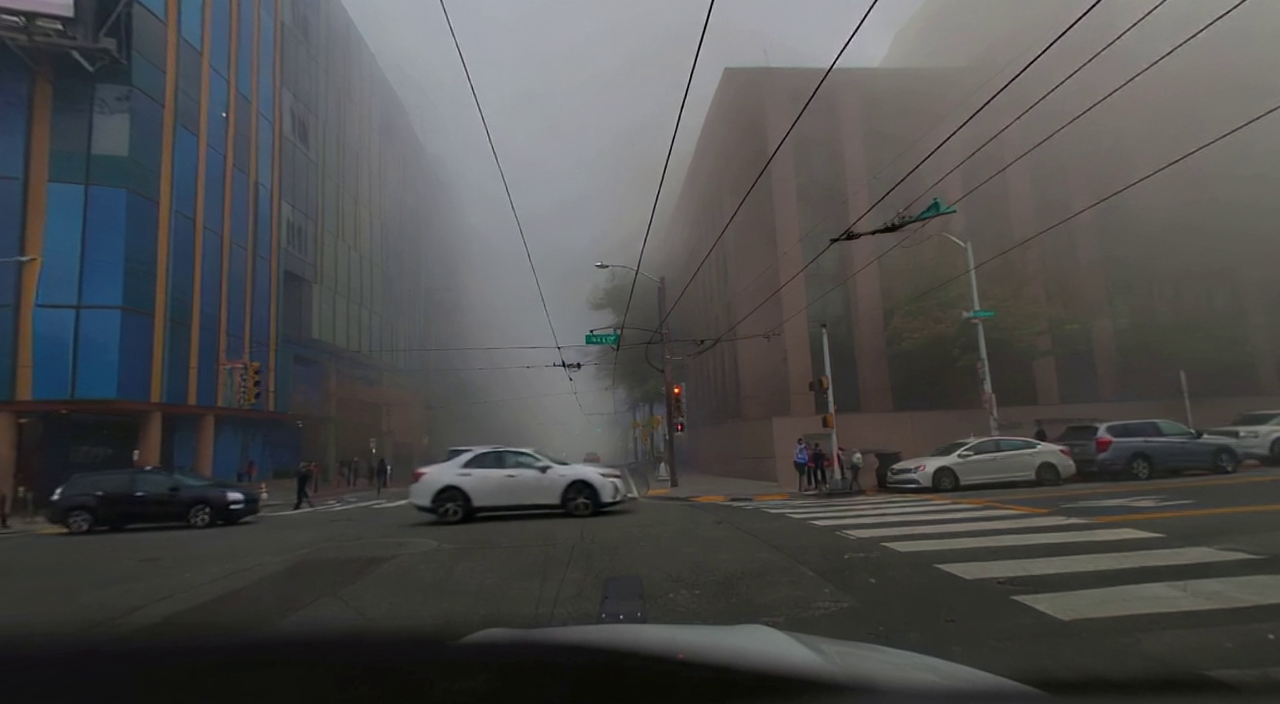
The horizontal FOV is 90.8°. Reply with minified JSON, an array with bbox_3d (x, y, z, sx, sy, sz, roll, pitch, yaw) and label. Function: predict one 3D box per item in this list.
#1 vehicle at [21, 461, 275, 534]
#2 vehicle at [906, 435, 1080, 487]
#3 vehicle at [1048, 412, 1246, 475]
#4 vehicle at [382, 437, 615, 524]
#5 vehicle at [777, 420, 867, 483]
[{"bbox_3d":[-12.183,3.609,15.951,4.637,1.624,1.927,0,-9,-4],"label":"vehicle"},{"bbox_3d":[11.388,3.518,20.546,4.697,1.510,1.596,0,-9,-4],"label":"vehicle"},{"bbox_3d":[16.753,3.044,21.064,4.944,1.946,1.952,0,-8,-3],"label":"vehicle"},{"bbox_3d":[-2.932,2.779,13.914,4.629,1.696,2.098,1,-11,-7],"label":"vehicle"},{"bbox_3d":[7.513,4.102,26.624,2.316,2.425,4.466,1,-7,-2],"label":"vehicle"}]
